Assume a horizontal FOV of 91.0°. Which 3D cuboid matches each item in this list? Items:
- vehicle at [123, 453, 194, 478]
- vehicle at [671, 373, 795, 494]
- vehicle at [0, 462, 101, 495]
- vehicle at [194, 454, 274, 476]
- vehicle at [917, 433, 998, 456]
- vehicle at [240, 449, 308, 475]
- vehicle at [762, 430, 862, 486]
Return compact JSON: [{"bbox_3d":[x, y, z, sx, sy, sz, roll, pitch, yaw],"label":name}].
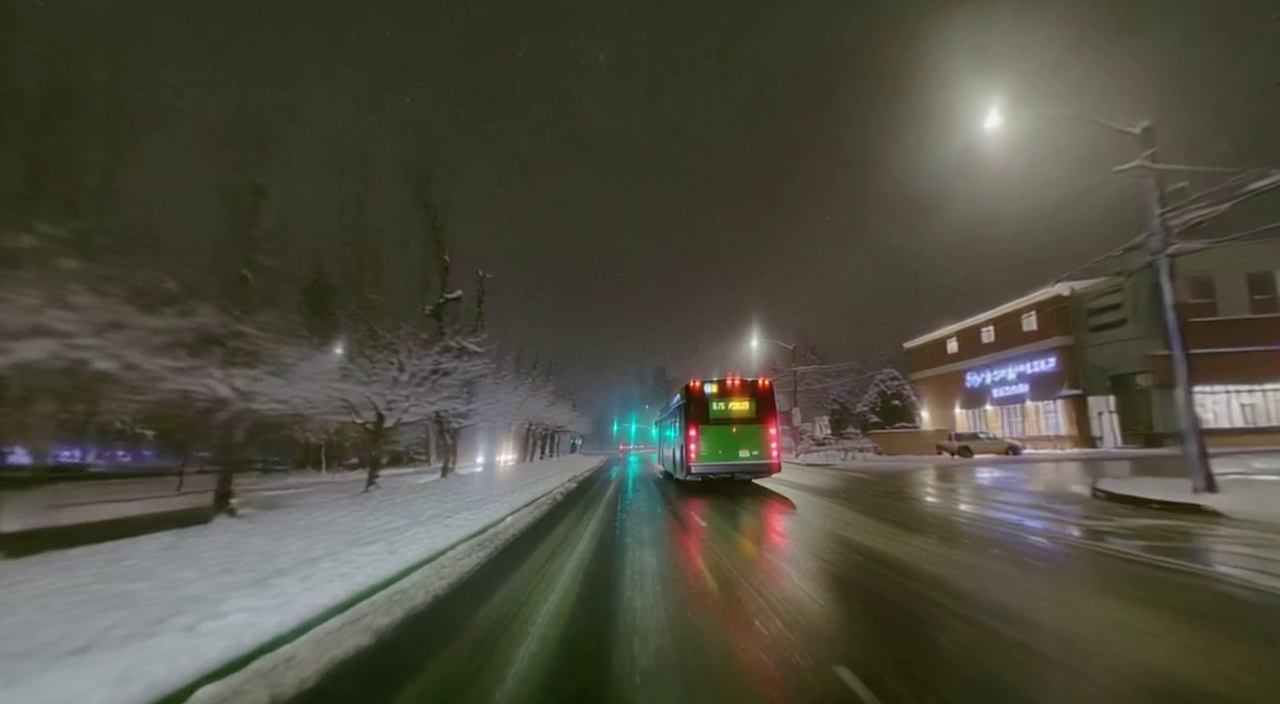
[{"bbox_3d":[-36.963,8.706,48.467,1.941,1.761,4.272,0,-8,1],"label":"vehicle"},{"bbox_3d":[2.776,2.912,21.993,2.766,3.306,9.281,0,-8,-1],"label":"vehicle"},{"bbox_3d":[-31.725,6.593,32.897,1.983,1.531,5.126,-8,-12,44],"label":"vehicle"},{"bbox_3d":[-31.116,8.642,48.528,2.314,1.487,5.898,2,-9,-1],"label":"vehicle"},{"bbox_3d":[21.580,6.309,42.844,4.589,1.480,1.979,1,-9,-10],"label":"vehicle"},{"bbox_3d":[-28.481,8.550,49.195,2.181,1.901,5.196,0,-8,1],"label":"vehicle"},{"bbox_3d":[5.983,3.744,22.534,2.129,1.754,4.668,0,-8,-2],"label":"vehicle"}]
